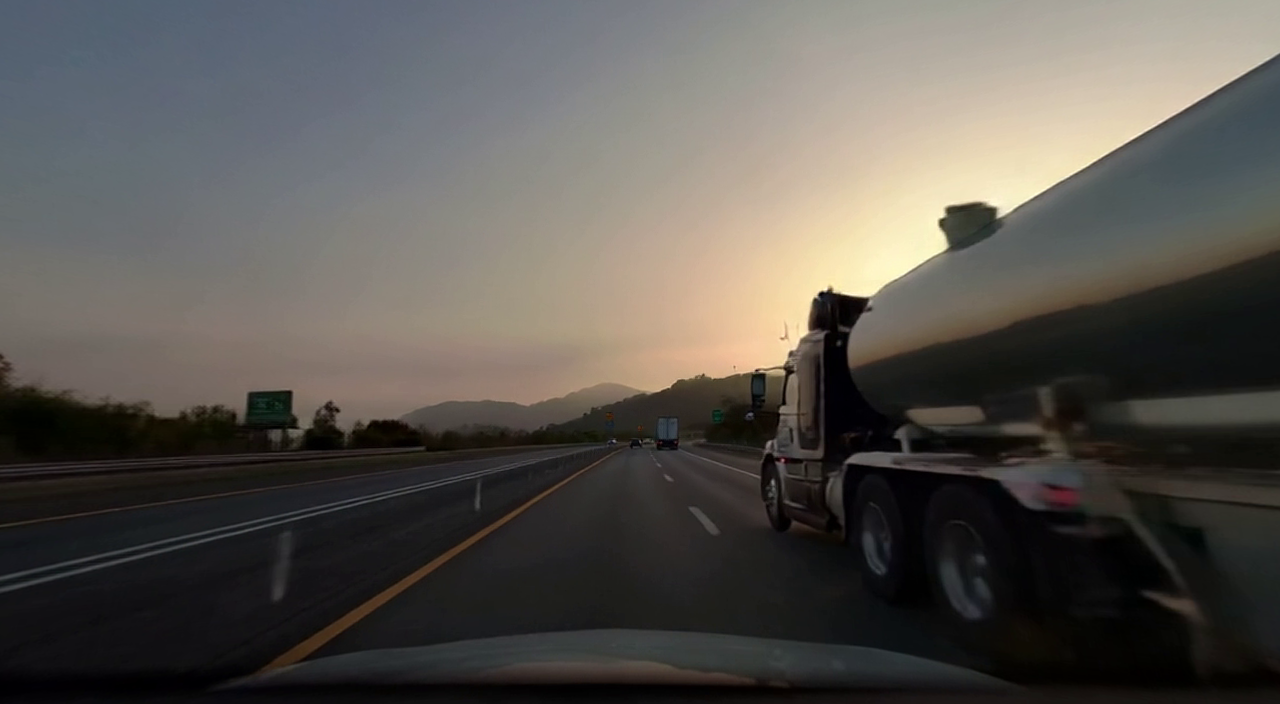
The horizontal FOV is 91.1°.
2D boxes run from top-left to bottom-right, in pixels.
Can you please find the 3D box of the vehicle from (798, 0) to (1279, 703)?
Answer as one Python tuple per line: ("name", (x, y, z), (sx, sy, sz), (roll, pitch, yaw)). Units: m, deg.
("vehicle", (3.234, -0.408, 0.812), (2.946, 3.745, 11.516), (0, -8, -1))
